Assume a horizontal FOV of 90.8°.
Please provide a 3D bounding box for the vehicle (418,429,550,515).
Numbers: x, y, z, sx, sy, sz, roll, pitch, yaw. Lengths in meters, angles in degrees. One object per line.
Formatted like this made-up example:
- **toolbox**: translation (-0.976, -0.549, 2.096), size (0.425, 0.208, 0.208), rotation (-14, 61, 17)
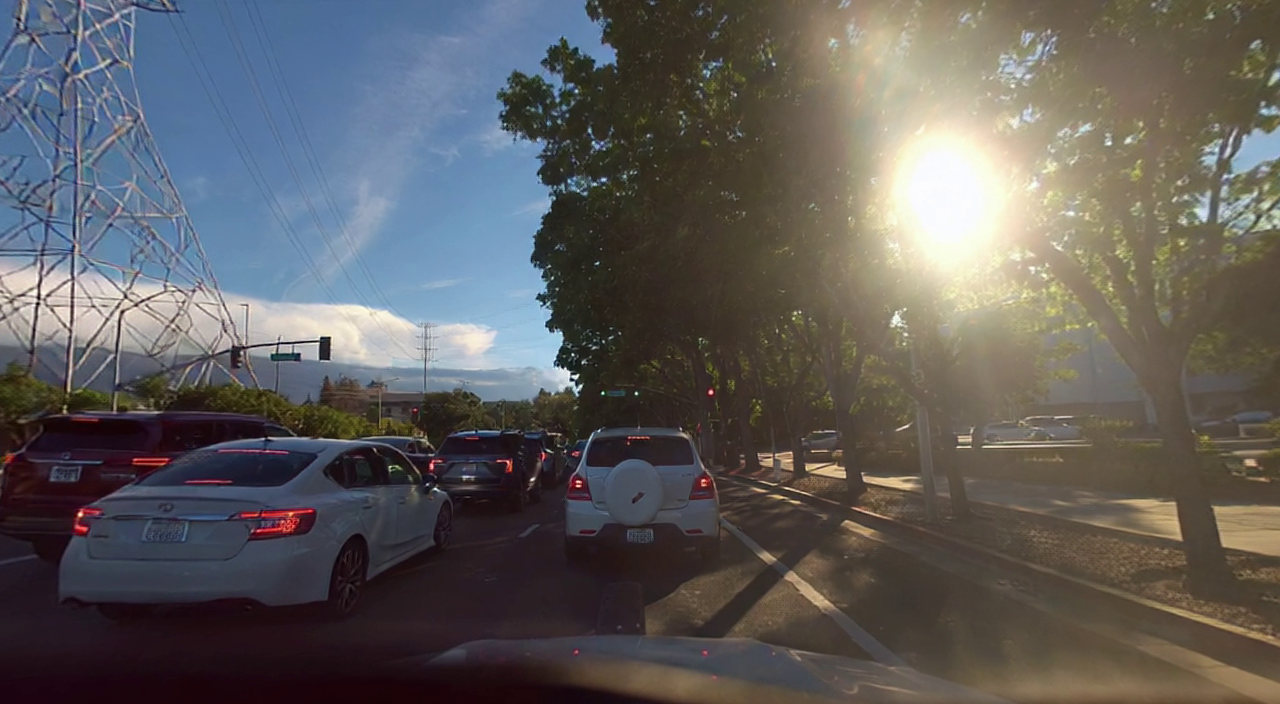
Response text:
- **vehicle**: translation (-3.265, 2.579, 14.038), size (1.997, 1.636, 3.760), rotation (0, -8, -1)

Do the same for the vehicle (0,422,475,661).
- **vehicle**: translation (-3.171, 1.517, 6.255), size (1.973, 1.469, 4.448), rotation (0, -8, -1)

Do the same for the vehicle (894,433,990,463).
- **vehicle**: translation (15.098, 4.809, 31.718), size (3.858, 1.437, 1.899), rotation (0, -8, -4)

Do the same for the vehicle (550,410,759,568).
- **vehicle**: translation (0.087, 1.775, 8.943), size (2.239, 1.661, 4.224), rotation (0, -8, -2)
